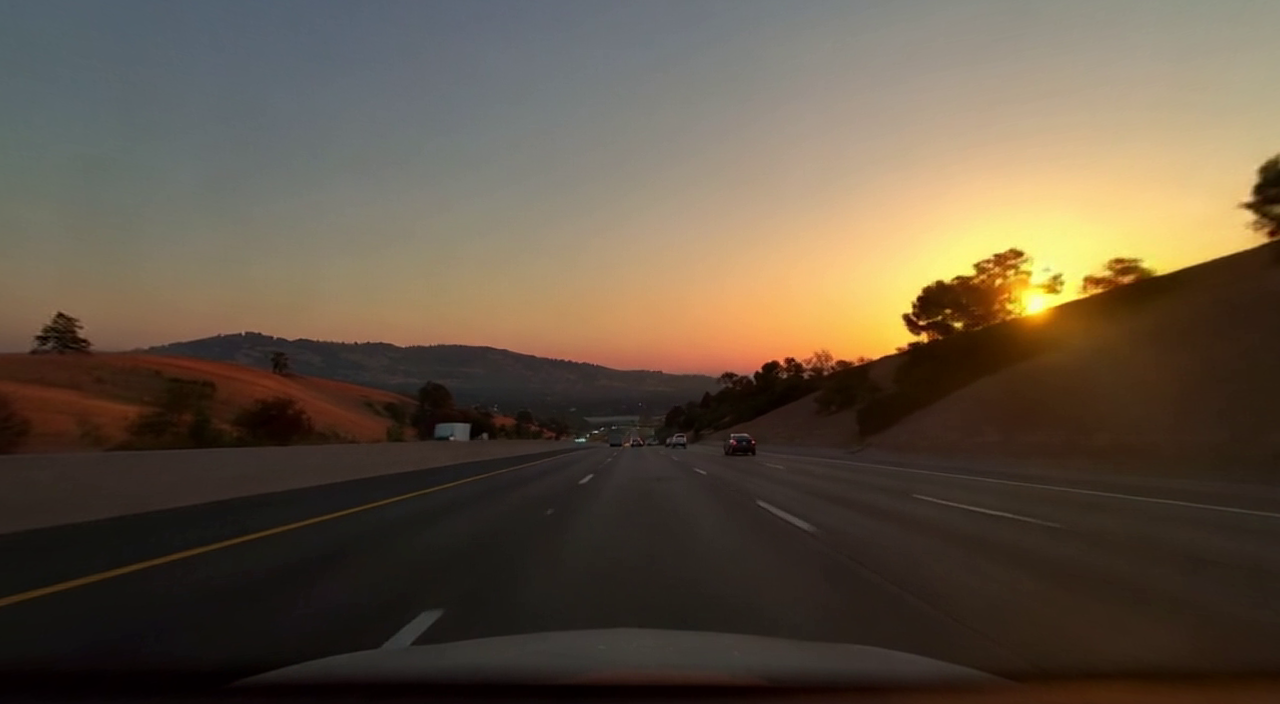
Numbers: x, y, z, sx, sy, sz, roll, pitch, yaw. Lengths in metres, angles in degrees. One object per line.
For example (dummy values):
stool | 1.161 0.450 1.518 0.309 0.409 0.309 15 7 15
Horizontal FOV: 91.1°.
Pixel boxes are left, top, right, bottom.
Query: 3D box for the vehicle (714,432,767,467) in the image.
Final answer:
vehicle | 4.605 4.494 29.248 1.802 1.492 3.804 0 -8 -1
